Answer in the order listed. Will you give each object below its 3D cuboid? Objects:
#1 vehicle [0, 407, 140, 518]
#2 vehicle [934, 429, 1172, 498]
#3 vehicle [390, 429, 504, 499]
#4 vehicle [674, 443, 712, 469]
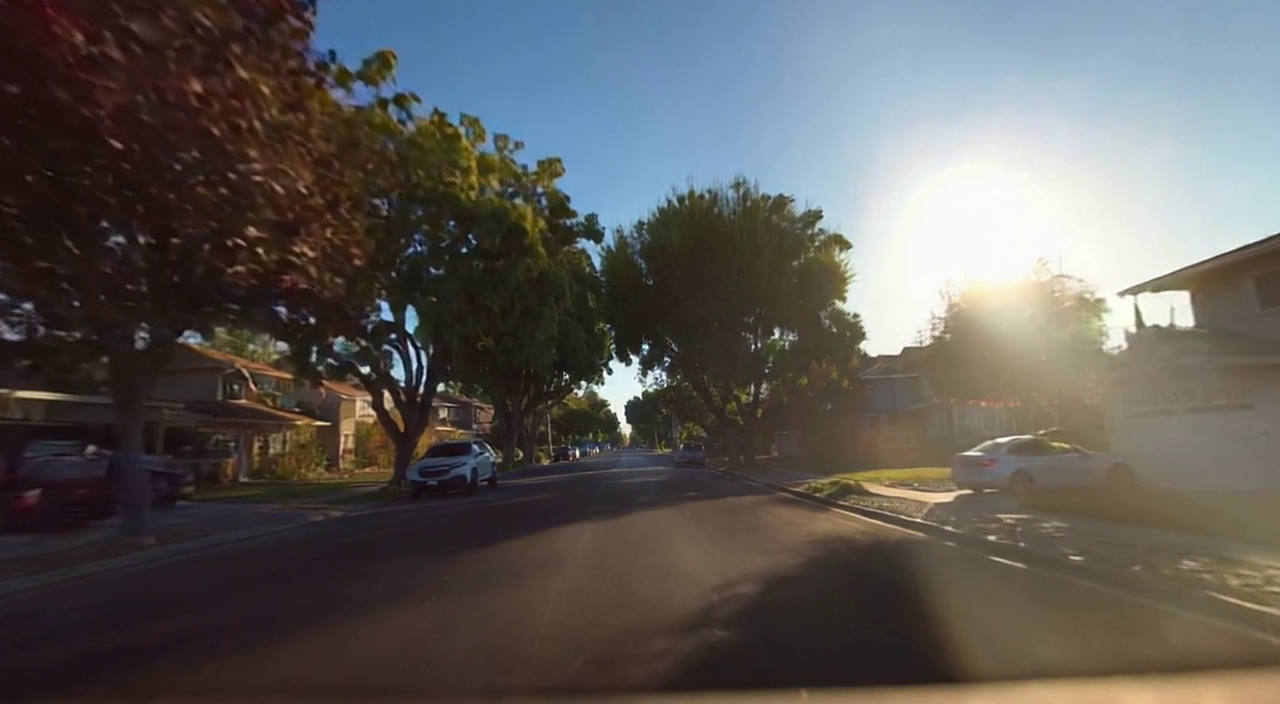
[{"bbox_3d":[-12.249,2.007,11.387,2.006,1.925,5.163,-2,-9,4],"label":"vehicle"},{"bbox_3d":[9.986,2.711,15.547,4.497,1.564,1.948,0,-8,-2],"label":"vehicle"},{"bbox_3d":[-5.995,3.524,20.384,2.341,1.942,5.044,0,-8,-3],"label":"vehicle"},{"bbox_3d":[3.458,6.823,41.687,1.996,1.585,4.371,0,-8,-2],"label":"vehicle"}]
